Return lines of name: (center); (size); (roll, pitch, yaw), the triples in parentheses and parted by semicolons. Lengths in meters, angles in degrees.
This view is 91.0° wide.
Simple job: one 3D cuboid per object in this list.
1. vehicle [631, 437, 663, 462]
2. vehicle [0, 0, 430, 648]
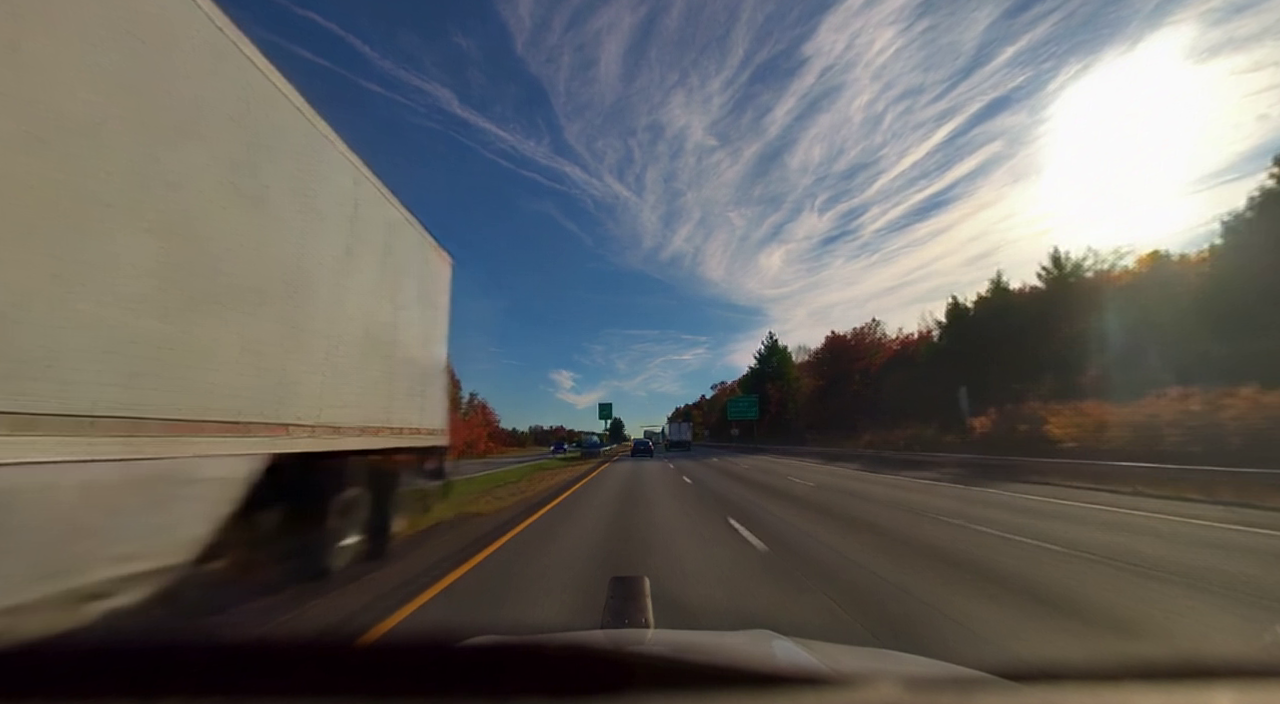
vehicle: (0.421, 6.037, 39.127); (1.924, 1.498, 3.817); (0, -8, 1)
vehicle: (-4.320, -0.768, 2.310); (3.120, 3.936, 11.480); (0, -8, 0)
